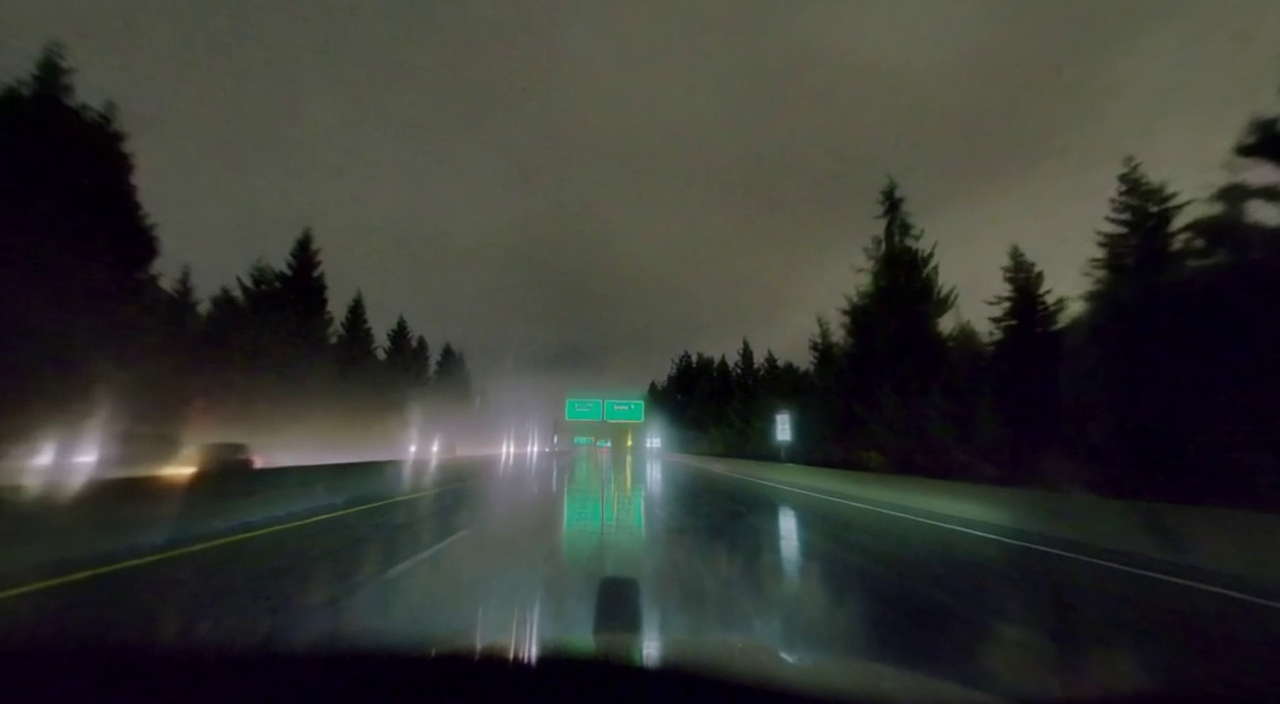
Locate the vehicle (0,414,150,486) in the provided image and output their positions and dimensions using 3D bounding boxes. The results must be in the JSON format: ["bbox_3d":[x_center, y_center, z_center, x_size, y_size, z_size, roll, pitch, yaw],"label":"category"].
[{"bbox_3d":[-17.762,2.937,18.821,2.040,1.860,5.052,0,-9,-1],"label":"vehicle"}]

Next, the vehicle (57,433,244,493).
[{"bbox_3d":[-13.323,3.049,17.487,1.781,1.453,4.314,0,-9,-1],"label":"vehicle"}]
